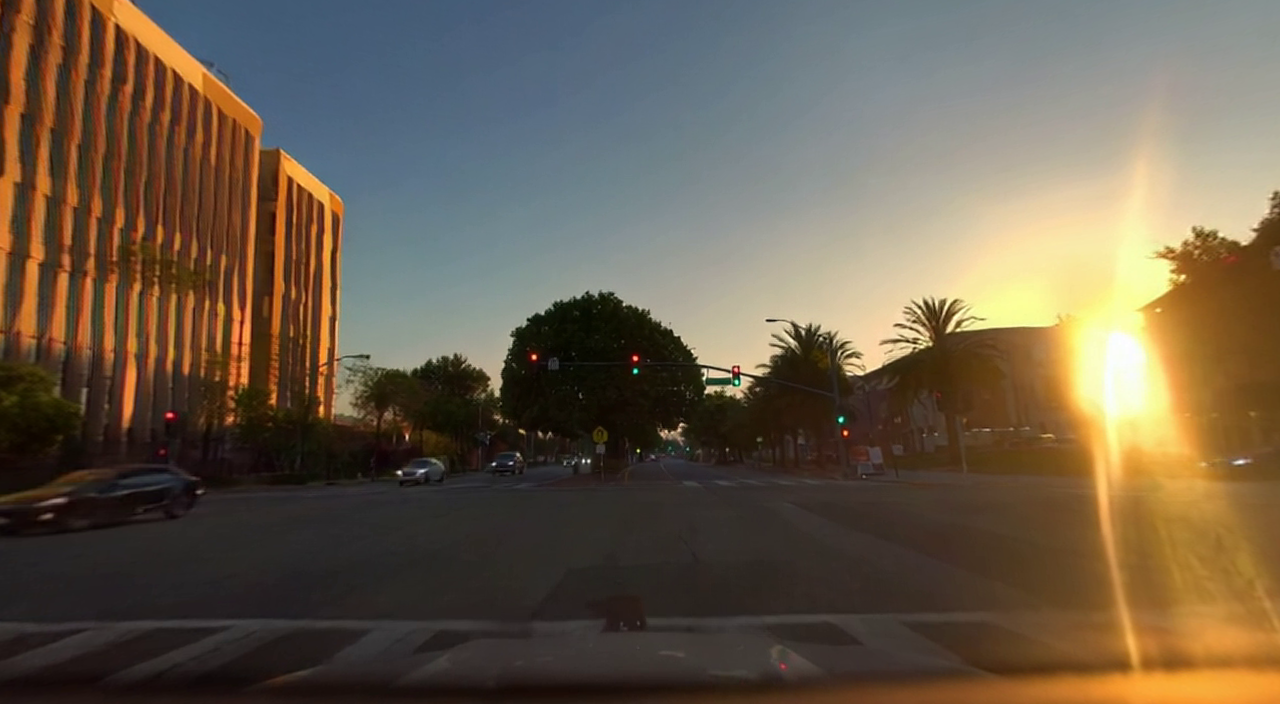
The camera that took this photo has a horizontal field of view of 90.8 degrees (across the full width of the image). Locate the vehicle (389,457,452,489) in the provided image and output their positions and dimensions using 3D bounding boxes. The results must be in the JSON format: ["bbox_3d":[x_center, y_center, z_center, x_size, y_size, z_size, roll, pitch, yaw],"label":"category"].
[{"bbox_3d":[-12.625,6.968,36.646,2.038,1.624,4.292,-1,-9,1],"label":"vehicle"}]

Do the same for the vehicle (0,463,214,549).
[{"bbox_3d":[-12.575,3.364,14.504,2.145,1.504,4.857,-1,-9,1],"label":"vehicle"}]
